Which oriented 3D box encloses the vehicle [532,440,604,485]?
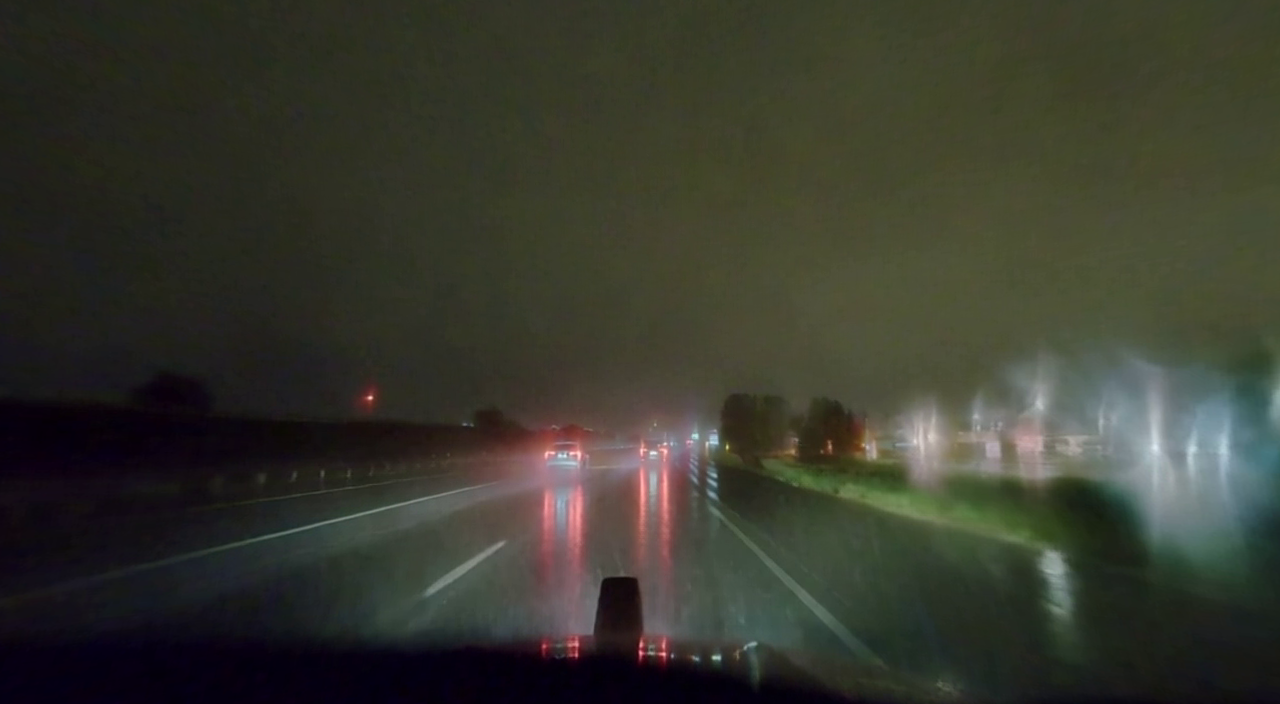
[{"bbox_3d":[-2.660,4.264,24.489,2.129,1.563,4.387,-1,-9,2],"label":"vehicle"}]

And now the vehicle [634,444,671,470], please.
[{"bbox_3d":[0.793,6.455,38.963,2.129,1.502,4.321,-1,-9,2],"label":"vehicle"}]
